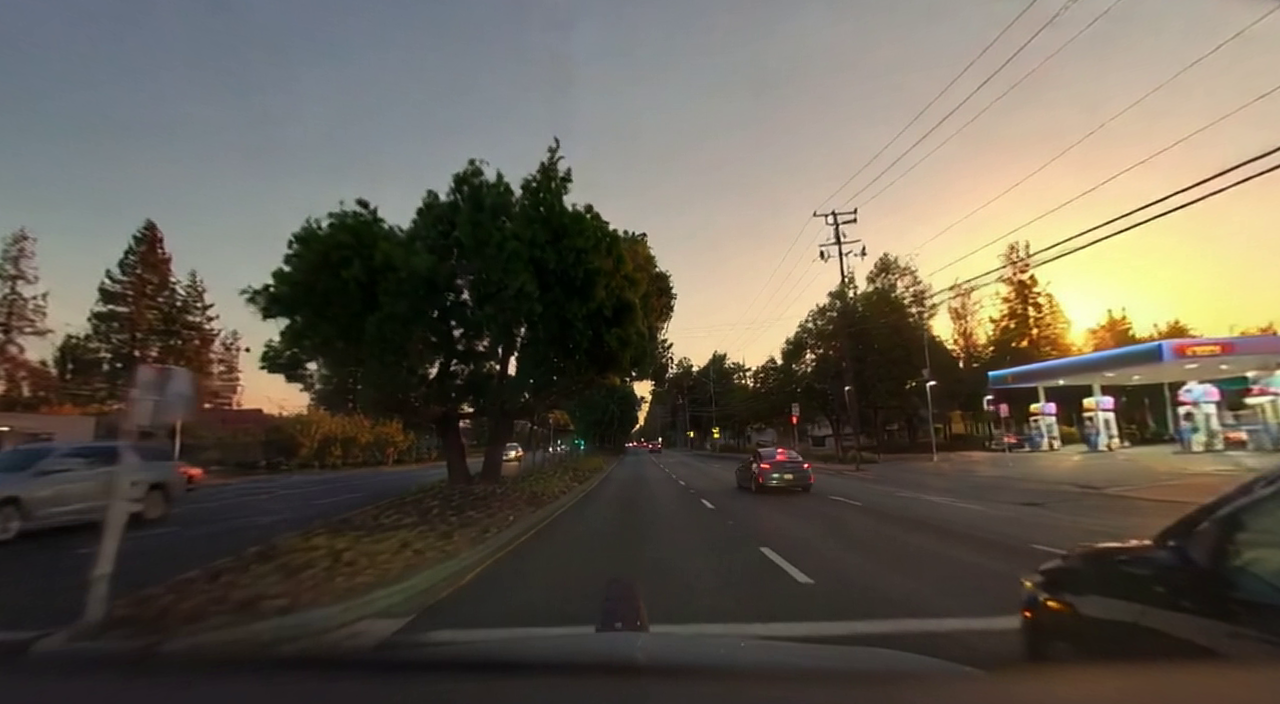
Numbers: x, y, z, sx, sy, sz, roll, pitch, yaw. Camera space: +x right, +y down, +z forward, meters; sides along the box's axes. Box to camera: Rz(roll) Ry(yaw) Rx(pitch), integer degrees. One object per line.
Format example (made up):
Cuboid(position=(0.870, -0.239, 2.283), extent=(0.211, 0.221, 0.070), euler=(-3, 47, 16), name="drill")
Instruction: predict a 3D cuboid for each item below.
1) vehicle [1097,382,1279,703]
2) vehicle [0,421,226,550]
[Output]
Cuboid(position=(3.429, 0.651, 0.980), extent=(1.967, 1.480, 4.596), euler=(0, -8, 0), name="vehicle")
Cuboid(position=(-8.408, 1.922, 9.179), extent=(1.913, 1.478, 4.312), euler=(-4, -10, -1), name="vehicle")
